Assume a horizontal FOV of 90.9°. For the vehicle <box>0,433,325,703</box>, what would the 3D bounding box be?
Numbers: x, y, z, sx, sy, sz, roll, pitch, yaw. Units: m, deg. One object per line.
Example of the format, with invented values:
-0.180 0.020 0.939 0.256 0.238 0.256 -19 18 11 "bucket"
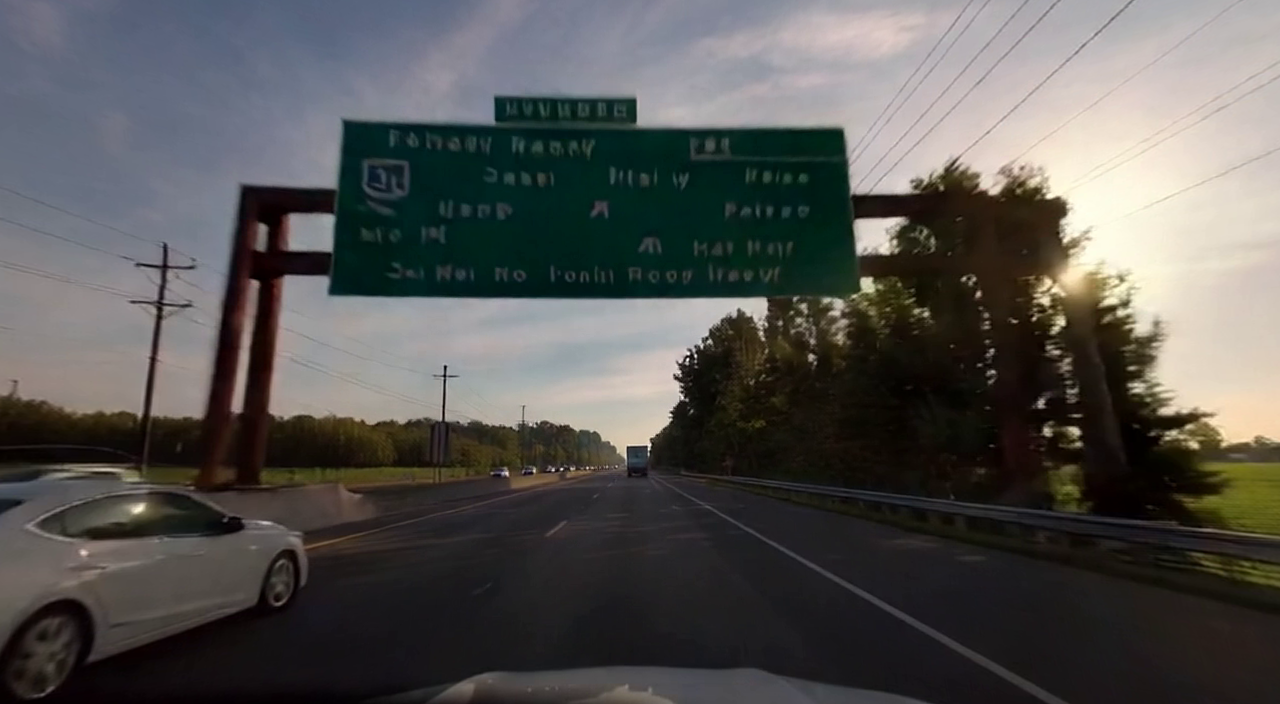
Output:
-4.013 1.223 3.566 2.000 1.462 4.721 1 -10 0 "vehicle"
